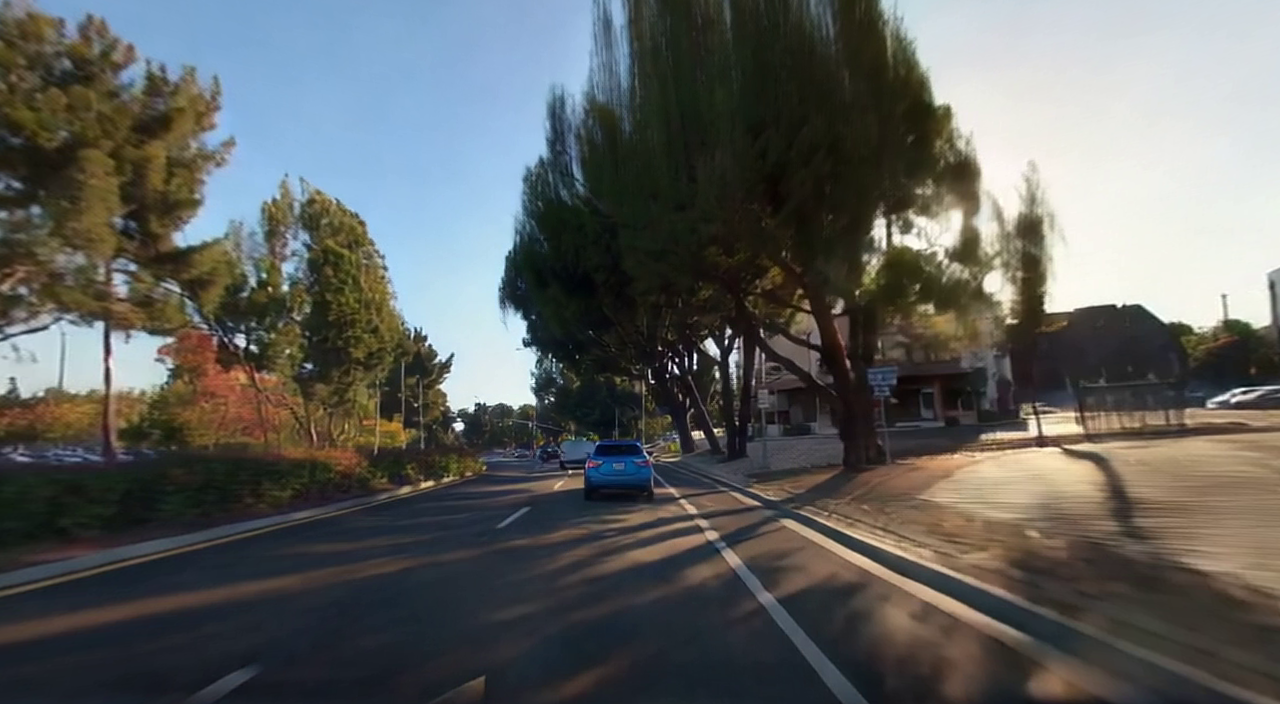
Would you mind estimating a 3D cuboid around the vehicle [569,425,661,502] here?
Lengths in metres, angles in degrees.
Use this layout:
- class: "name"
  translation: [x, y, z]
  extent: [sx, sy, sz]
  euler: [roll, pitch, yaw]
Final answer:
- class: "vehicle"
  translation: [-0.613, 2.906, 16.811]
  extent: [2.131, 1.761, 4.242]
  euler: [0, -8, -1]
